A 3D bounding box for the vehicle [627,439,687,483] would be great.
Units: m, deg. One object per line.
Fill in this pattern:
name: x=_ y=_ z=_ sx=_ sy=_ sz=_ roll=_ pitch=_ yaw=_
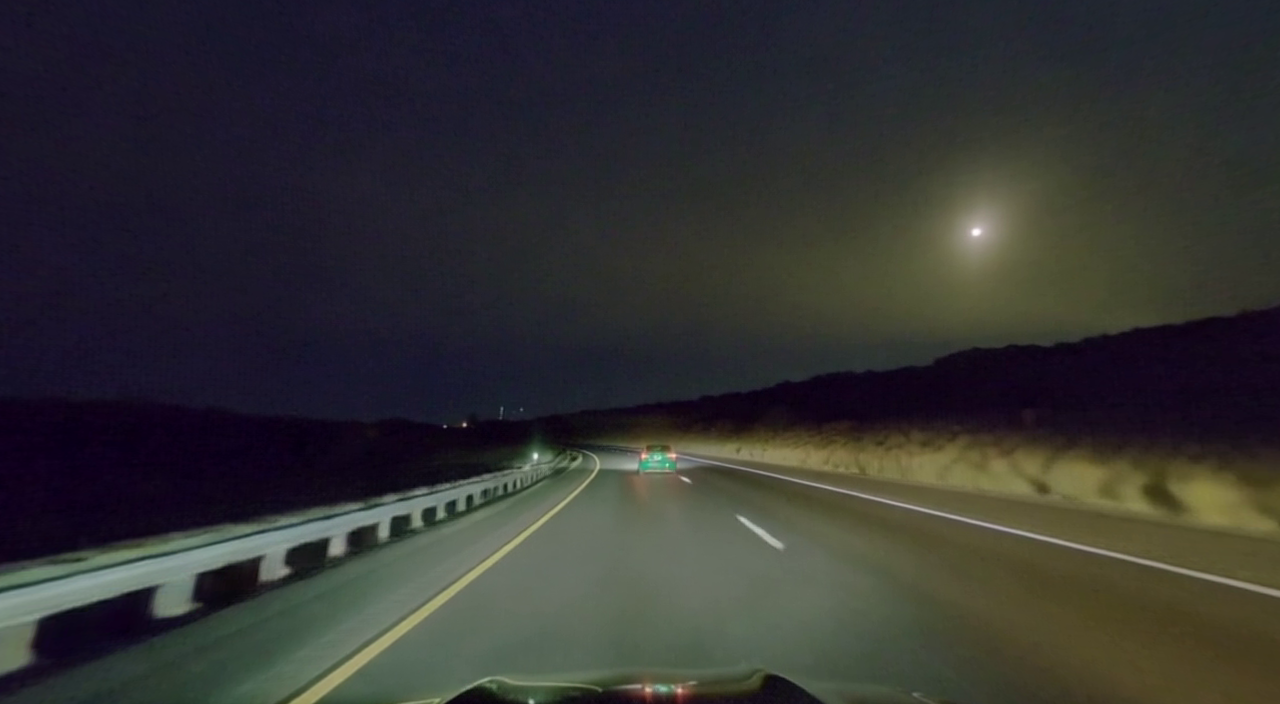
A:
vehicle: x=0.529 y=4.034 z=23.606 sx=2.029 sy=1.474 sz=4.183 roll=0 pitch=-8 yaw=-2
